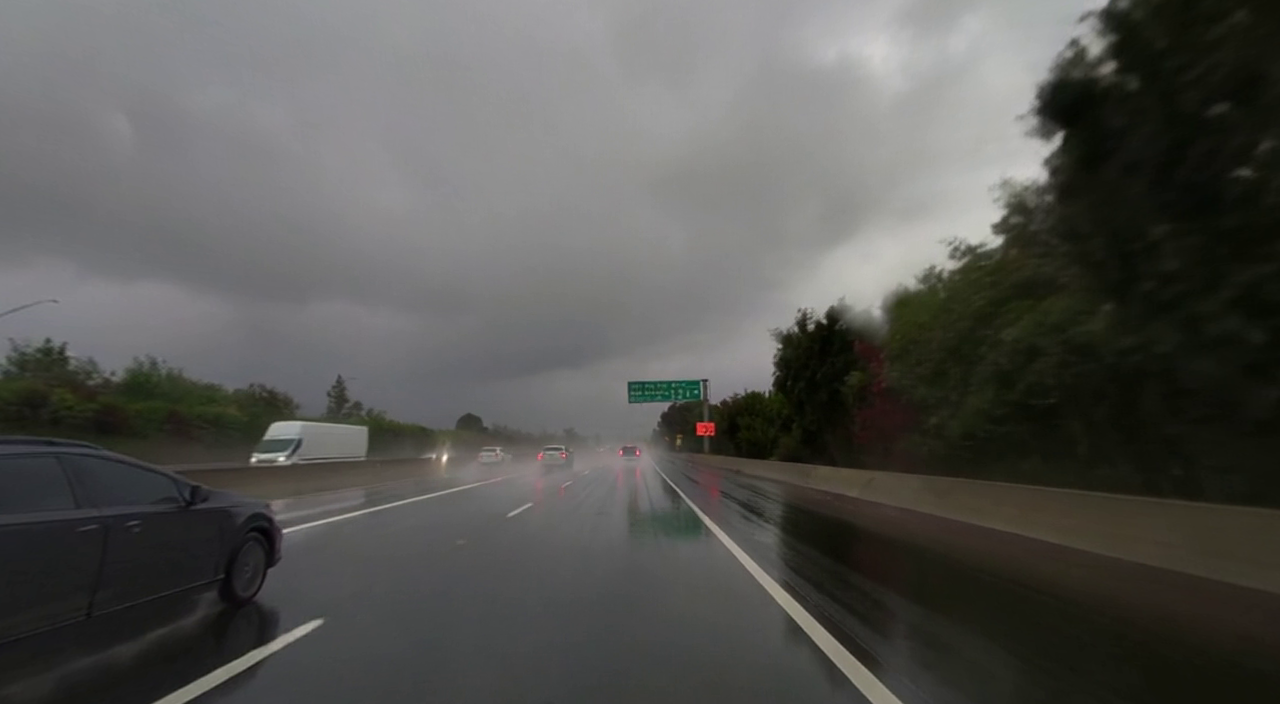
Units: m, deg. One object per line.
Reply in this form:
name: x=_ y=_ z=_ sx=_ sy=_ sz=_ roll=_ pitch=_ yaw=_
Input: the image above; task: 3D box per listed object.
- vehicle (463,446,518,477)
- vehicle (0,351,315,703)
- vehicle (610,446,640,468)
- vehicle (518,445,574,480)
vehicle: x=-7.726 y=5.685 z=32.792 sx=1.936 sy=1.516 sz=3.904 roll=0 pitch=-9 yaw=0
vehicle: x=-4.000 y=0.972 z=3.343 sx=2.074 sy=1.779 sz=4.588 roll=0 pitch=-9 yaw=0
vehicle: x=-1.085 y=7.520 z=45.169 sx=2.023 sy=1.479 sz=3.718 roll=0 pitch=-9 yaw=-1
vehicle: x=-4.300 y=5.113 z=29.246 sx=1.988 sy=1.477 sz=4.118 roll=0 pitch=-9 yaw=-1
